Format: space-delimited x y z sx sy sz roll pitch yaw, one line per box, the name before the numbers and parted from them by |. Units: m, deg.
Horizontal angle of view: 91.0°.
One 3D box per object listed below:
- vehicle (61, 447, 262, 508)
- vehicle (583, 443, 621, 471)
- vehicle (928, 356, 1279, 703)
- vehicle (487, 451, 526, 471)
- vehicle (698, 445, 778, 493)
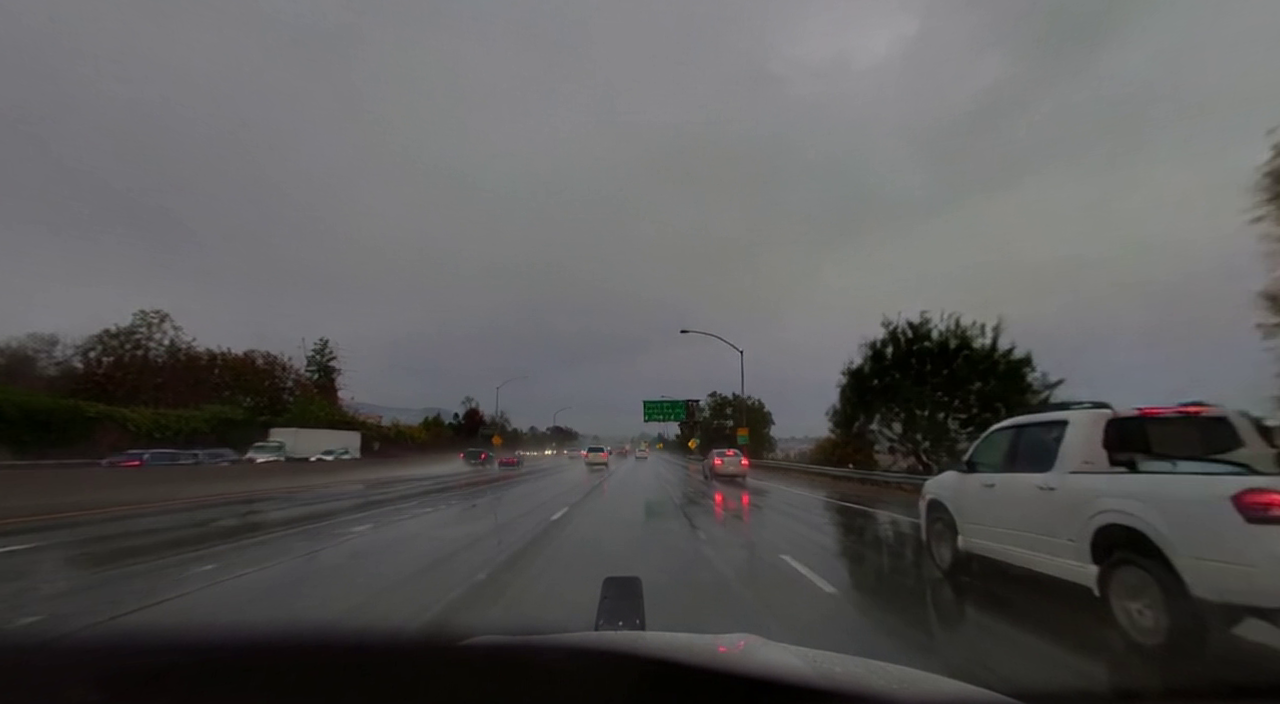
vehicle | -13.749 3.593 18.648 1.959 1.520 5.068 0 -9 0
vehicle | -2.680 7.708 46.347 2.449 1.929 5.503 0 -9 0
vehicle | 4.401 1.145 4.708 2.218 1.776 4.807 0 -9 0
vehicle | -10.330 8.468 49.101 1.974 1.472 4.684 0 -9 0
vehicle | 3.383 4.145 22.703 2.126 1.529 4.438 0 -9 -1
